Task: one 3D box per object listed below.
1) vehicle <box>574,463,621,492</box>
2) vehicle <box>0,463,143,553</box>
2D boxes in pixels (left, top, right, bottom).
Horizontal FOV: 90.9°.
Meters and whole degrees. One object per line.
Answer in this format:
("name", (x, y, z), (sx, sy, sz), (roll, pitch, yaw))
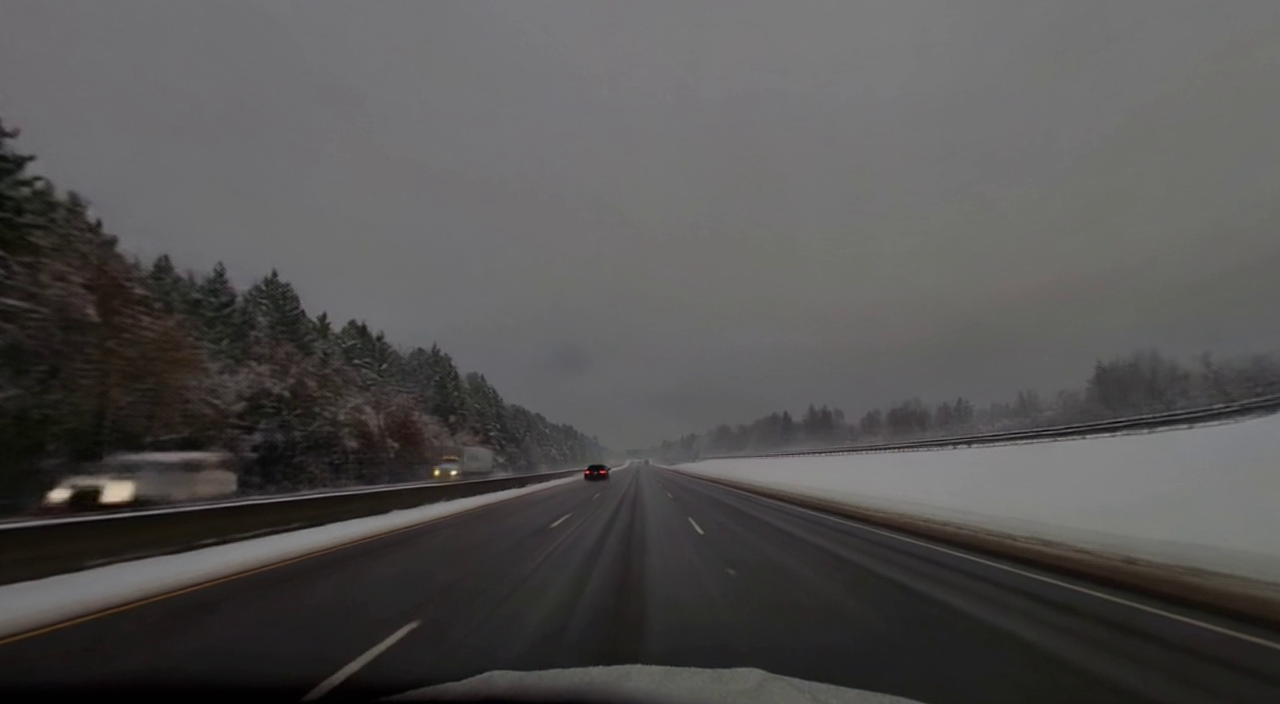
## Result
("vehicle", (-2.228, 6.813, 34.396), (2.183, 1.435, 4.653), (1, -10, 1))
("vehicle", (-12.111, 2.929, 12.094), (1.834, 1.541, 3.969), (1, -10, -1))
